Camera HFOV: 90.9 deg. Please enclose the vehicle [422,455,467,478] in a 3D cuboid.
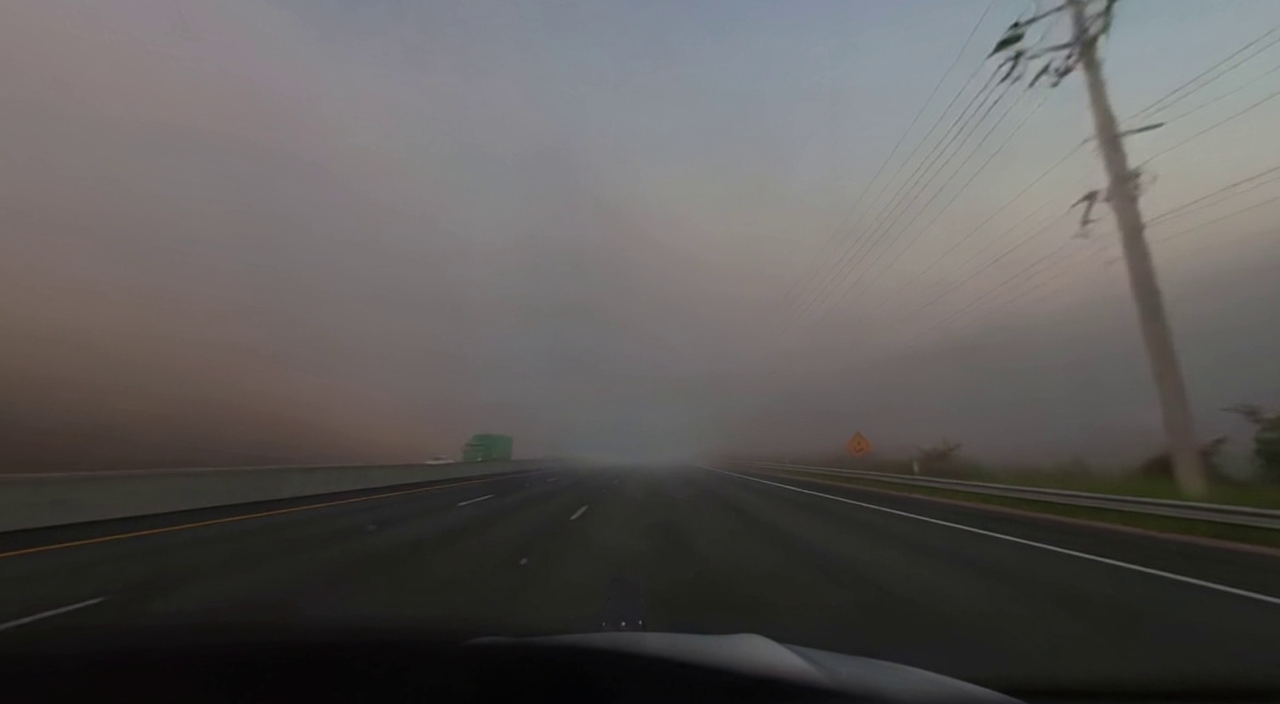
[{"bbox_3d":[-14.051,8.225,45.410,1.920,1.524,3.716,0,-9,3],"label":"vehicle"}]
